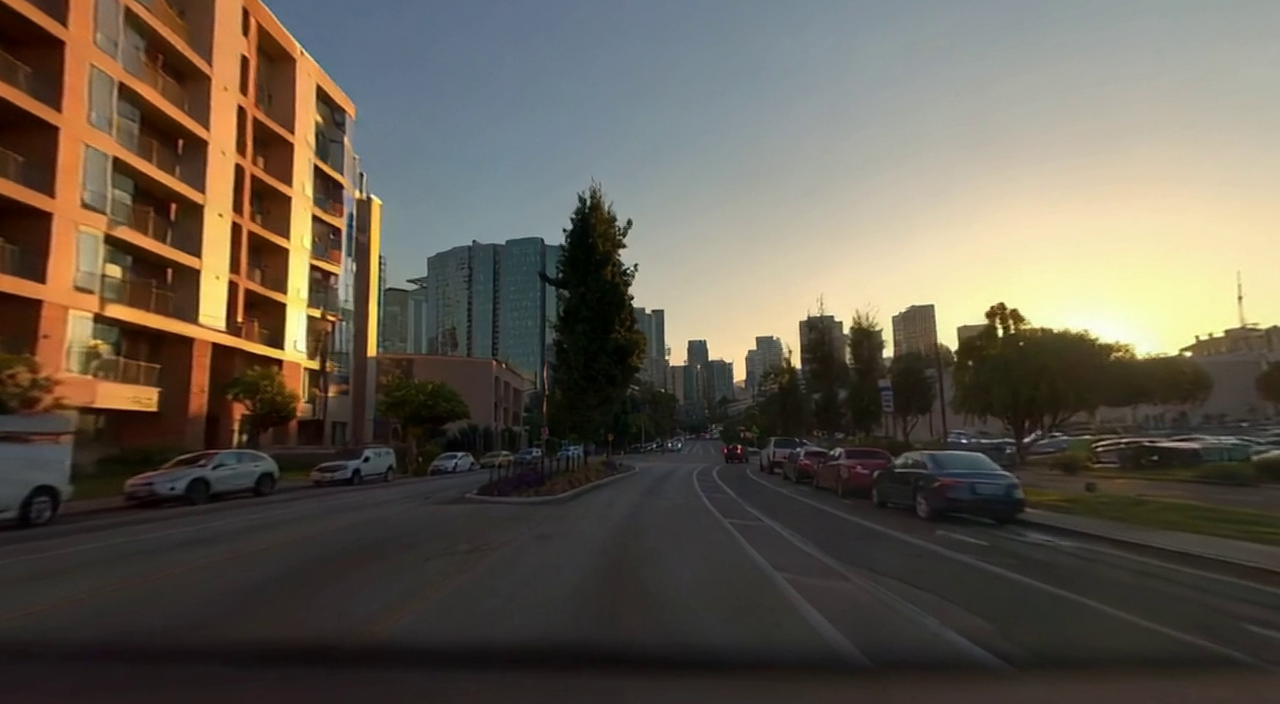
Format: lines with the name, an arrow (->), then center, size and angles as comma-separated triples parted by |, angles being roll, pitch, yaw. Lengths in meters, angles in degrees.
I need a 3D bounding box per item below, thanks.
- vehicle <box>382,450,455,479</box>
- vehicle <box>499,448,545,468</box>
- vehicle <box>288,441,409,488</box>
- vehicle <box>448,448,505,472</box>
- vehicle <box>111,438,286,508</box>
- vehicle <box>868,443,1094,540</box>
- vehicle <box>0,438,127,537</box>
vehicle -> -11.898, 6.051, 34.334 | 1.829, 1.449, 4.713 | -1, -9, 6
vehicle -> -9.256, 8.344, 49.948 | 1.876, 1.465, 4.681 | -2, -9, 12
vehicle -> -12.663, 4.912, 28.005 | 2.137, 1.835, 5.833 | -1, -9, 5
vehicle -> -10.755, 7.129, 41.868 | 1.873, 1.467, 4.644 | -1, -9, 9
vehicle -> -13.031, 3.582, 19.114 | 2.001, 1.836, 4.471 | 0, -9, 0
vehicle -> 6.132, 2.535, 12.162 | 1.947, 1.487, 4.549 | 0, -9, 2
vehicle -> -12.928, 2.474, 11.510 | 2.290, 1.799, 5.801 | 0, -9, -1
